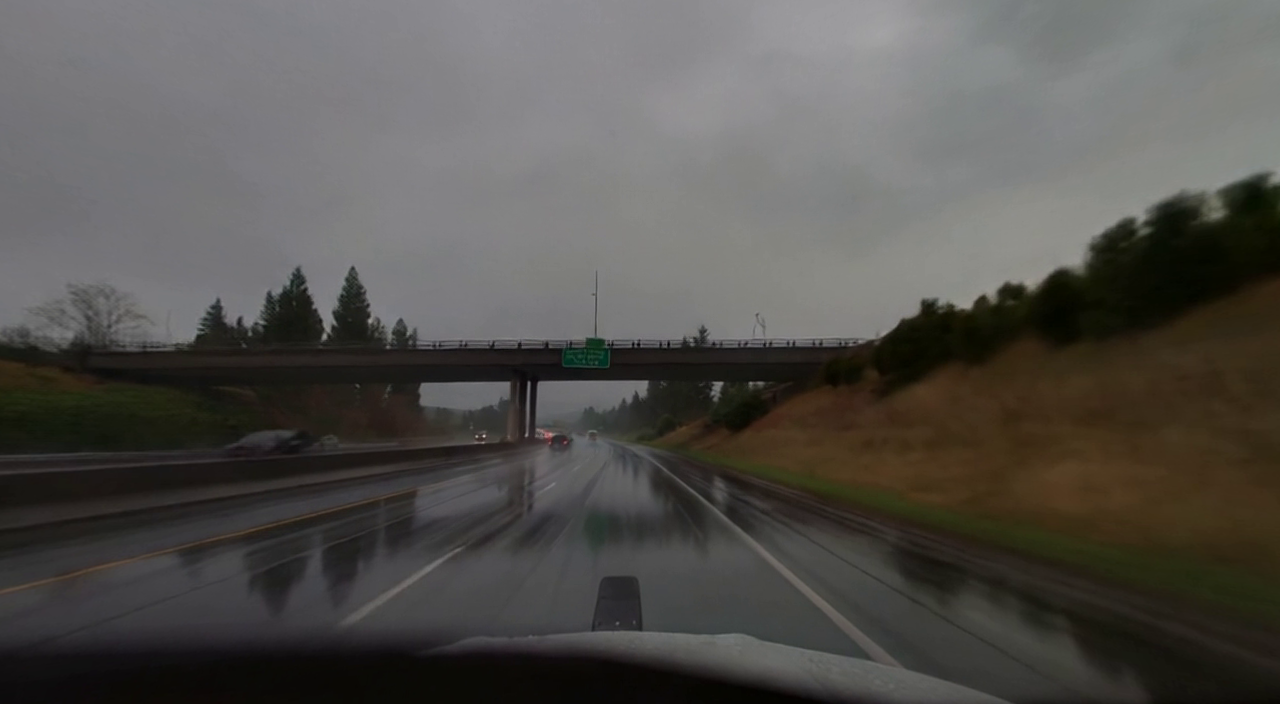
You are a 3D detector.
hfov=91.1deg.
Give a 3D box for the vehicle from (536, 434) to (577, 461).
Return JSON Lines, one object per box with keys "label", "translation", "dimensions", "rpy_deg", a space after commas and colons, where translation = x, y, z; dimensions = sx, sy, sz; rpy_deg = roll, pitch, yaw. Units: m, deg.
{"label": "vehicle", "translation": [-4.999, 5.745, 38.166], "dimensions": [2.005, 1.509, 4.260], "rpy_deg": [0, -8, -2]}
